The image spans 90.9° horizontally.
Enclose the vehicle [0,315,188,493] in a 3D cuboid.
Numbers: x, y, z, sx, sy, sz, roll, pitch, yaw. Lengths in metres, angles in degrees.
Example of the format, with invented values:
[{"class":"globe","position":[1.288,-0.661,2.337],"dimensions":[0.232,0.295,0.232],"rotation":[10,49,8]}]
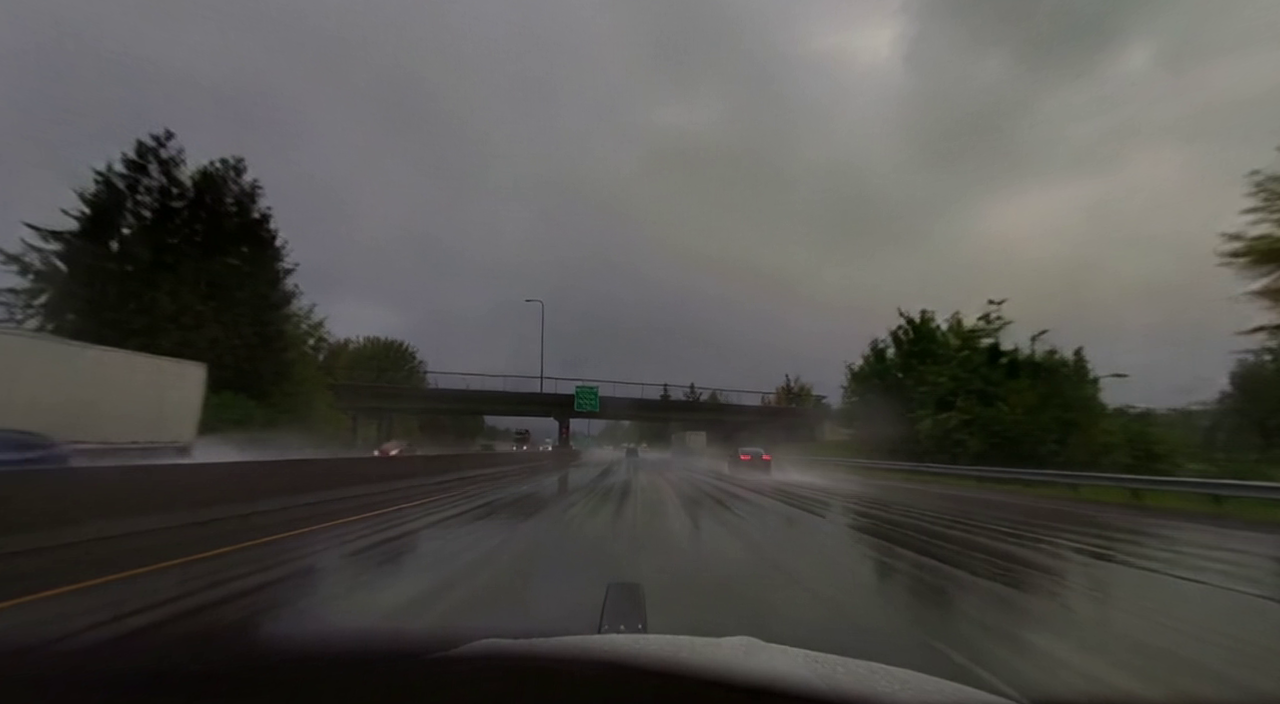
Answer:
[{"class":"vehicle","position":[-16.111,0.765,11.713],"dimensions":[2.994,4.027,16.848],"rotation":[0,-9,0]}]
